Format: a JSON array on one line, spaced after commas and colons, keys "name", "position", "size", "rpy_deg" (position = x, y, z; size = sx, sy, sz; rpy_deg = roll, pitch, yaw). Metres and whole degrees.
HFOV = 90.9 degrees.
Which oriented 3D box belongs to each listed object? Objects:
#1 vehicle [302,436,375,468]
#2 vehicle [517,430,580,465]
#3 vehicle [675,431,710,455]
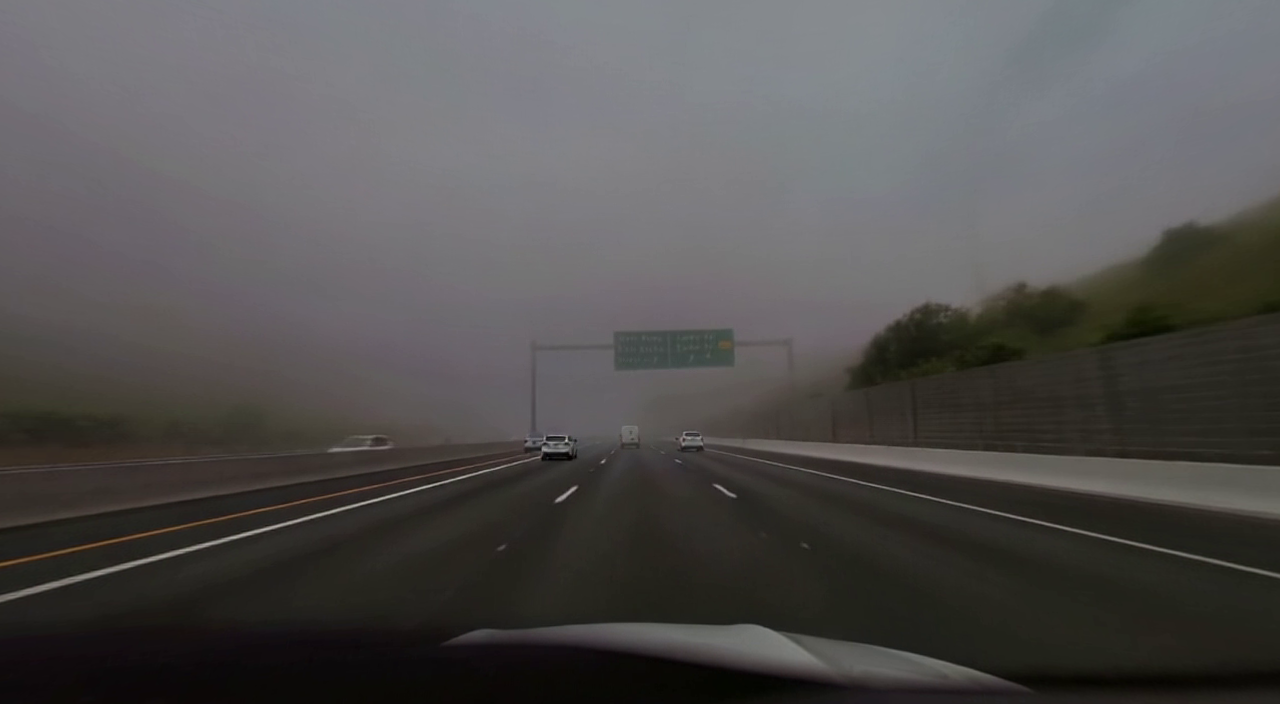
[{"name": "vehicle", "position": [-15.142, 5.008, 31.824], "size": [1.813, 1.476, 3.803], "rpy_deg": [0, -8, 0]}, {"name": "vehicle", "position": [-4.053, 4.307, 28.639], "size": [2.204, 1.486, 4.121], "rpy_deg": [0, -8, 0]}, {"name": "vehicle", "position": [3.317, 5.879, 40.778], "size": [1.806, 1.469, 3.681], "rpy_deg": [0, -8, -2]}]
